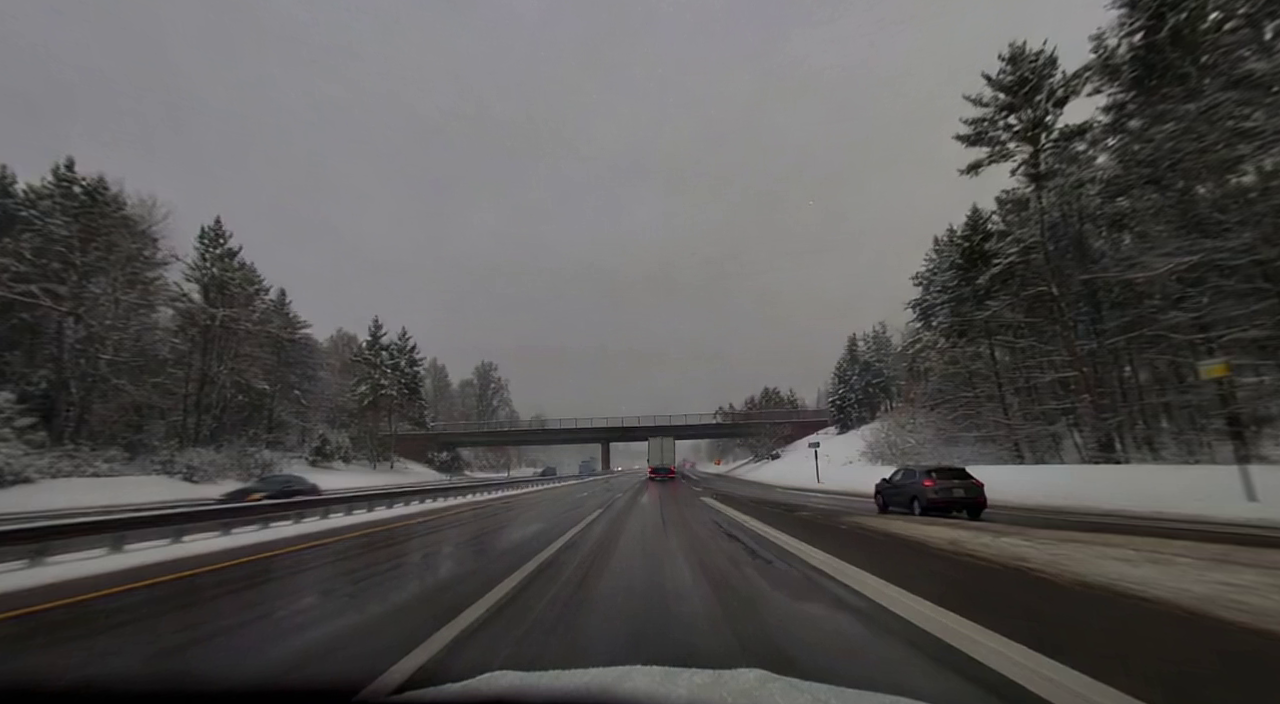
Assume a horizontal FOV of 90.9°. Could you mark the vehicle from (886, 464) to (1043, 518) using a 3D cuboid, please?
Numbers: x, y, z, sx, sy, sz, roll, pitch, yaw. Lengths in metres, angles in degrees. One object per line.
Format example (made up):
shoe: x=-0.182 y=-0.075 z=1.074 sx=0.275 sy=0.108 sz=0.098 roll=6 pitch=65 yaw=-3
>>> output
vehicle: x=9.859 y=4.238 z=19.571 sx=1.949 sy=1.468 sz=4.145 roll=4 pitch=-11 yaw=-15

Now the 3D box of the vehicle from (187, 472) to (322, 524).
vehicle: x=-12.128 y=4.595 z=20.162 sx=1.851 sy=1.413 sz=3.769 roll=1 pitch=-11 yaw=1
